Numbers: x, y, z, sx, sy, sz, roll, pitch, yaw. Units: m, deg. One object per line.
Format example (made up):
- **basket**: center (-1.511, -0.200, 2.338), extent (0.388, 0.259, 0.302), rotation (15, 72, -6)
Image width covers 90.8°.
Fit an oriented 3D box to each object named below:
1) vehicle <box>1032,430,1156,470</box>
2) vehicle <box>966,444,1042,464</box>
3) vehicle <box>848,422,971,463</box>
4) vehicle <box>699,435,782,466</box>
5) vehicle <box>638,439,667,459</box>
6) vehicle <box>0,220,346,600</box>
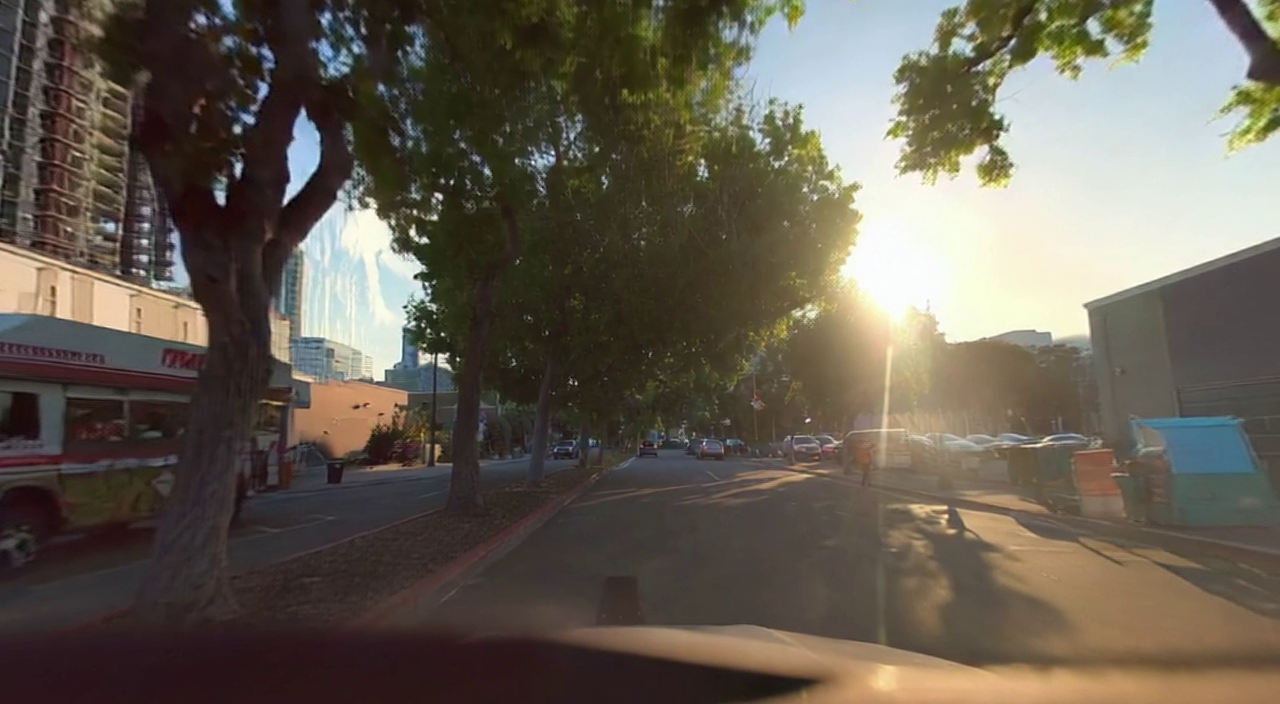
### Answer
- **vehicle**: center (26.557, 5.750, 37.105), extent (5.596, 2.168, 2.307), rotation (2, -8, -3)
- **vehicle**: center (27.376, 7.665, 47.557), extent (4.558, 1.452, 1.790), rotation (0, -8, 0)
- **vehicle**: center (14.470, 4.893, 34.178), extent (5.540, 2.045, 2.259), rotation (0, -8, 0)
- **vehicle**: center (5.958, 5.811, 37.281), extent (4.626, 1.723, 1.939), rotation (5, -10, -31)
- **vehicle**: center (0.912, 7.419, 48.516), extent (2.046, 1.445, 4.001), rotation (0, -8, -2)
- **vehicle**: center (-6.987, 0.915, 8.191), extent (2.968, 3.222, 7.036), rotation (-1, -8, -1)
